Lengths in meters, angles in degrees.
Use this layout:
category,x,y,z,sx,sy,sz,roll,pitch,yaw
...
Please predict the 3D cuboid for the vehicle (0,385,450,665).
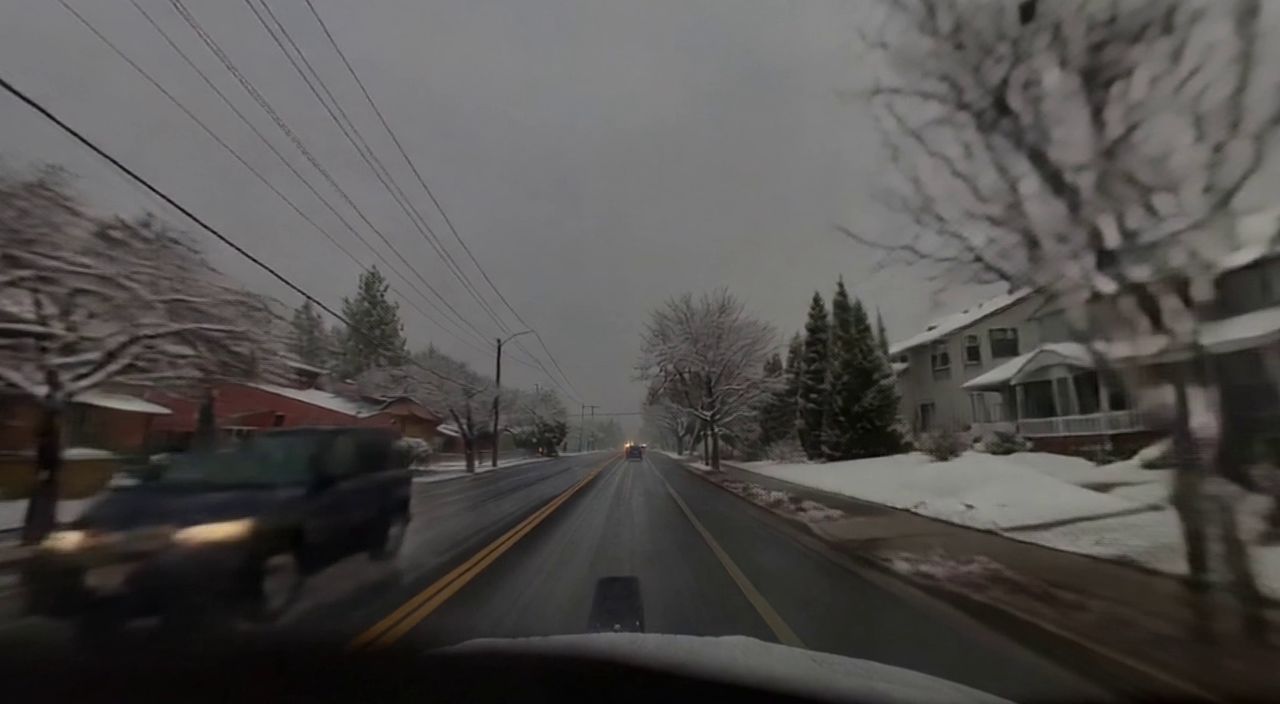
category,x,y,z,sx,sy,sz,roll,pitch,yaw
vehicle,-3.803,1.484,6.558,2.145,1.762,4.960,0,-9,-1
